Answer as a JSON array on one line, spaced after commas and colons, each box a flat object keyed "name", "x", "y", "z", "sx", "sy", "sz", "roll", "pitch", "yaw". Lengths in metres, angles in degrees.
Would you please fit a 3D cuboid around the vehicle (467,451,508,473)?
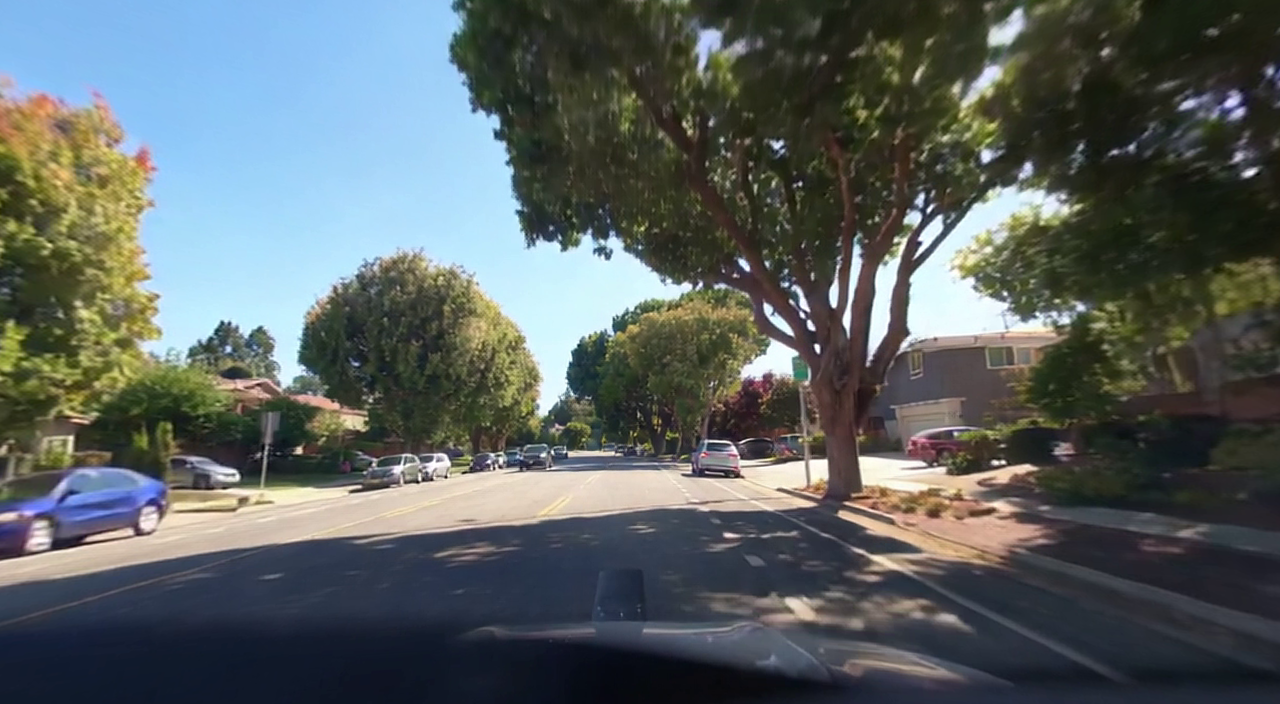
[{"name": "vehicle", "x": -11.229, "y": 8.093, "z": 46.797, "sx": 1.922, "sy": 1.496, "sz": 4.598, "roll": 0, "pitch": -8, "yaw": -1}]

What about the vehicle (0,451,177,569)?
[{"name": "vehicle", "x": -11.062, "y": 2.708, "z": 11.354, "sx": 1.981, "sy": 1.790, "sz": 4.682, "roll": 0, "pitch": -8, "yaw": -1}]

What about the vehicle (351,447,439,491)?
[{"name": "vehicle", "x": -11.125, "y": 5.298, "z": 29.098, "sx": 2.293, "sy": 1.836, "sz": 4.586, "roll": 0, "pitch": -8, "yaw": -1}]

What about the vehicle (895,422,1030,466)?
[{"name": "vehicle", "x": 12.980, "y": 3.736, "z": 25.627, "sx": 4.360, "sy": 1.692, "sz": 2.011, "roll": 1, "pitch": -9, "yaw": -2}]

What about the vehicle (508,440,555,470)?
[{"name": "vehicle", "x": -7.061, "y": 6.778, "z": 41.730, "sx": 2.294, "sy": 1.831, "sz": 5.199, "roll": 0, "pitch": -9, "yaw": -2}]

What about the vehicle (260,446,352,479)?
[{"name": "vehicle", "x": -20.279, "y": 6.710, "z": 38.519, "sx": 4.398, "sy": 1.902, "sz": 2.043, "roll": 0, "pitch": -9, "yaw": 1}]

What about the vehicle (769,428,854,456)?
[{"name": "vehicle", "x": 12.529, "y": 6.654, "z": 46.553, "sx": 5.437, "sy": 1.931, "sz": 2.837, "roll": 0, "pitch": -9, "yaw": 1}]

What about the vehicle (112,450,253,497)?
[{"name": "vehicle", "x": -18.860, "y": 4.976, "z": 26.215, "sx": 4.179, "sy": 1.700, "sz": 2.105, "roll": 1, "pitch": -9, "yaw": 3}]

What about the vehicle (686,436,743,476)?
[{"name": "vehicle", "x": 3.642, "y": 5.203, "z": 31.891, "sx": 2.176, "sy": 1.793, "sz": 5.534, "roll": 0, "pitch": -9, "yaw": 0}]
